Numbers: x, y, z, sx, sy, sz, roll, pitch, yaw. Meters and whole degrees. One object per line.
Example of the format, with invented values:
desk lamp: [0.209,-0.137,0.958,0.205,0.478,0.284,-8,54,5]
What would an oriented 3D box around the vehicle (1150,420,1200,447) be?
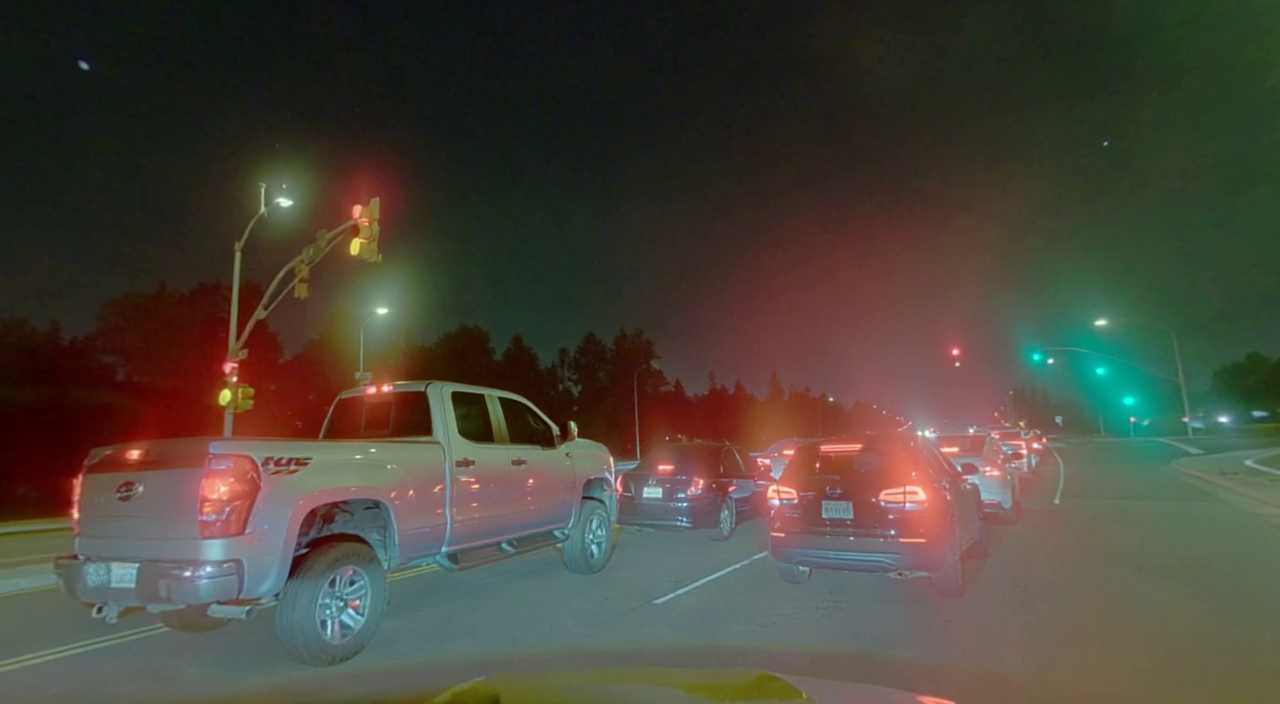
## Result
vehicle: [35.713,5.488,42.225,2.183,1.714,4.491,-6,-11,37]

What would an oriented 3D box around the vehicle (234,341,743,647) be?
vehicle: [-0.885,1.399,7.464,2.272,2.016,6.146,-4,-9,27]

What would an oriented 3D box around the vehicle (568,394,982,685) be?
vehicle: [1.702,1.378,5.985,2.027,1.549,4.801,-6,-10,35]

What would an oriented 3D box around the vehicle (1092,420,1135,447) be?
vehicle: [32.743,5.680,43.751,2.160,1.790,4.303,-6,-10,35]
